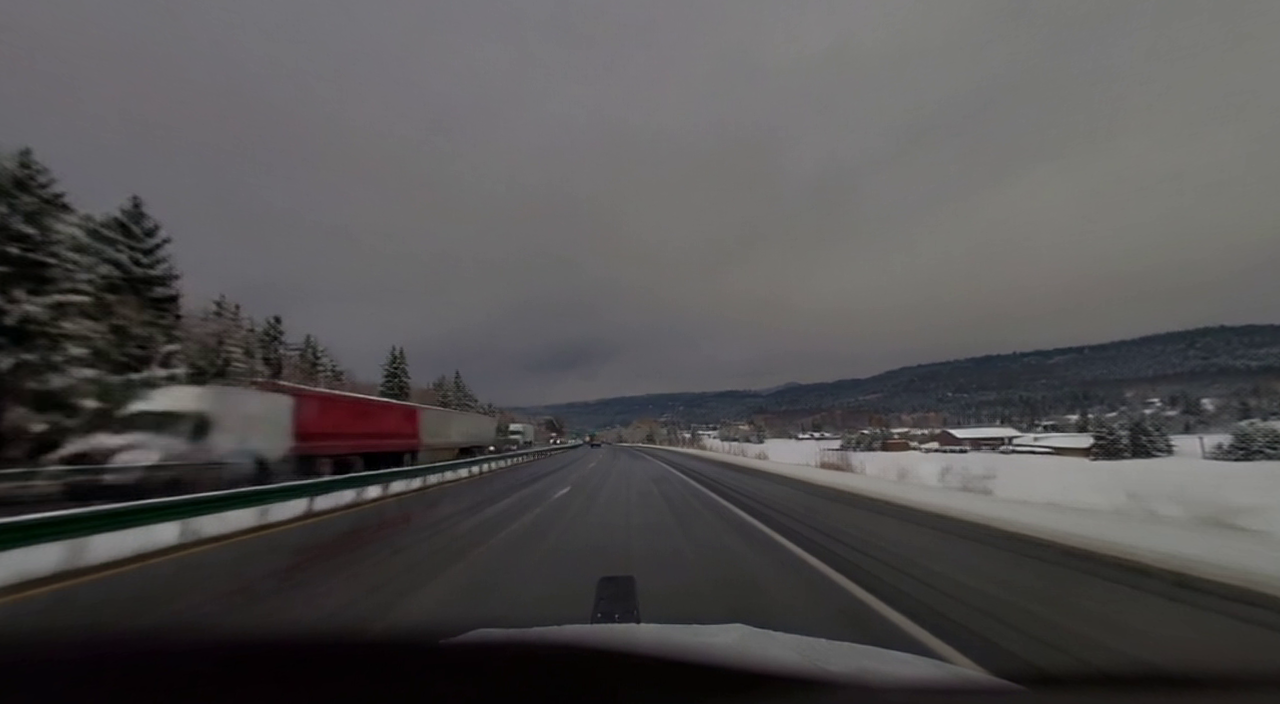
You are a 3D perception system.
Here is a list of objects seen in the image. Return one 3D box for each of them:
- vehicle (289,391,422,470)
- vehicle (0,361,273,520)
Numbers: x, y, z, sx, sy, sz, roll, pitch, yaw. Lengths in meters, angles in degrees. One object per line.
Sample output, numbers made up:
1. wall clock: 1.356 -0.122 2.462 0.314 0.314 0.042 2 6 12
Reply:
1. vehicle: -15.162 4.384 34.641 3.053 3.708 9.501 0 -8 -2
2. vehicle: -11.550 1.998 14.314 2.498 2.794 6.249 0 -8 1
